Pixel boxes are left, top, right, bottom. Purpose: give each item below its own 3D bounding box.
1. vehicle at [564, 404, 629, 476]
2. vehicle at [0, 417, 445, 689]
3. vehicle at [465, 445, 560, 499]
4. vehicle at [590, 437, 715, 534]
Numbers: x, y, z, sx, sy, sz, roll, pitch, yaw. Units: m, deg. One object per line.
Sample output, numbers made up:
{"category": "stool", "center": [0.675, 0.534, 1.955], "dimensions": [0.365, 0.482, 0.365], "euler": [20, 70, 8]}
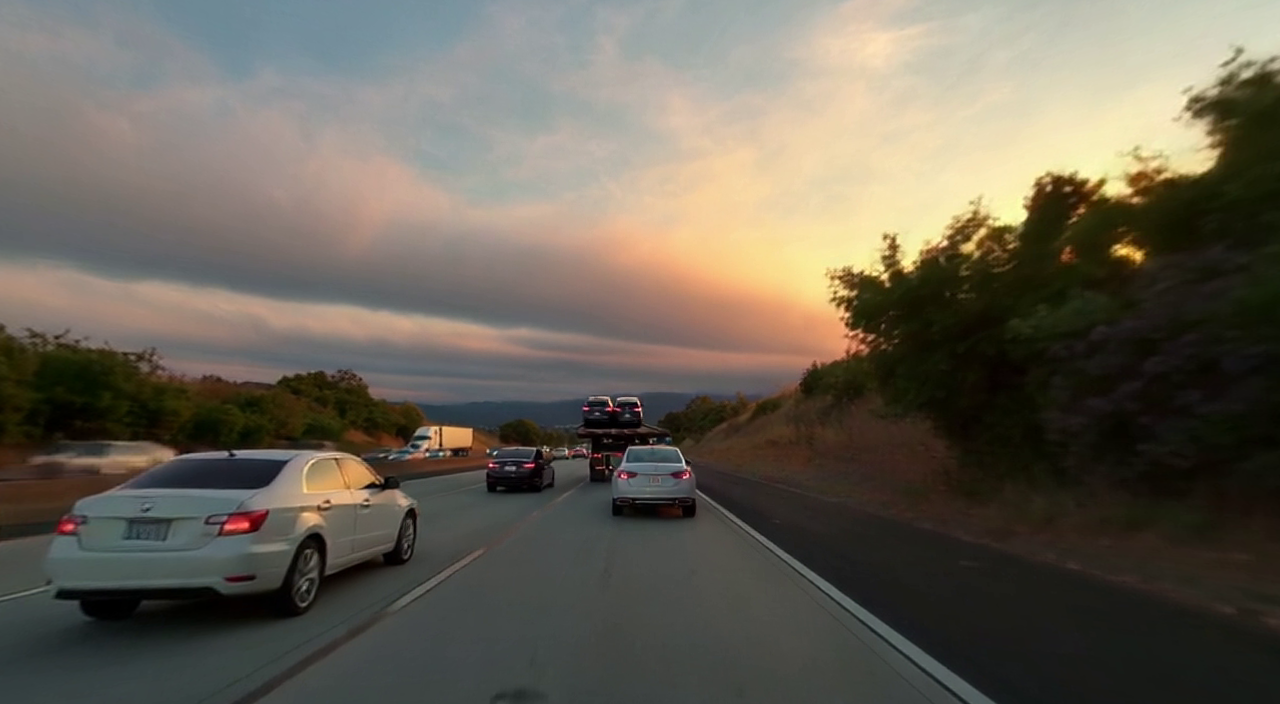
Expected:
{"category": "vehicle", "center": [-2.977, 5.581, 39.394], "dimensions": [2.995, 3.854, 10.505], "euler": [1, -9, -10]}
{"category": "vehicle", "center": [-3.367, 1.410, 5.455], "dimensions": [2.149, 1.497, 3.753], "euler": [0, -9, 0]}
{"category": "vehicle", "center": [-3.821, 3.662, 19.757], "dimensions": [1.947, 1.470, 4.526], "euler": [0, -9, 1]}
{"category": "vehicle", "center": [0.170, 2.390, 11.777], "dimensions": [1.991, 1.507, 3.391], "euler": [0, -9, -1]}
